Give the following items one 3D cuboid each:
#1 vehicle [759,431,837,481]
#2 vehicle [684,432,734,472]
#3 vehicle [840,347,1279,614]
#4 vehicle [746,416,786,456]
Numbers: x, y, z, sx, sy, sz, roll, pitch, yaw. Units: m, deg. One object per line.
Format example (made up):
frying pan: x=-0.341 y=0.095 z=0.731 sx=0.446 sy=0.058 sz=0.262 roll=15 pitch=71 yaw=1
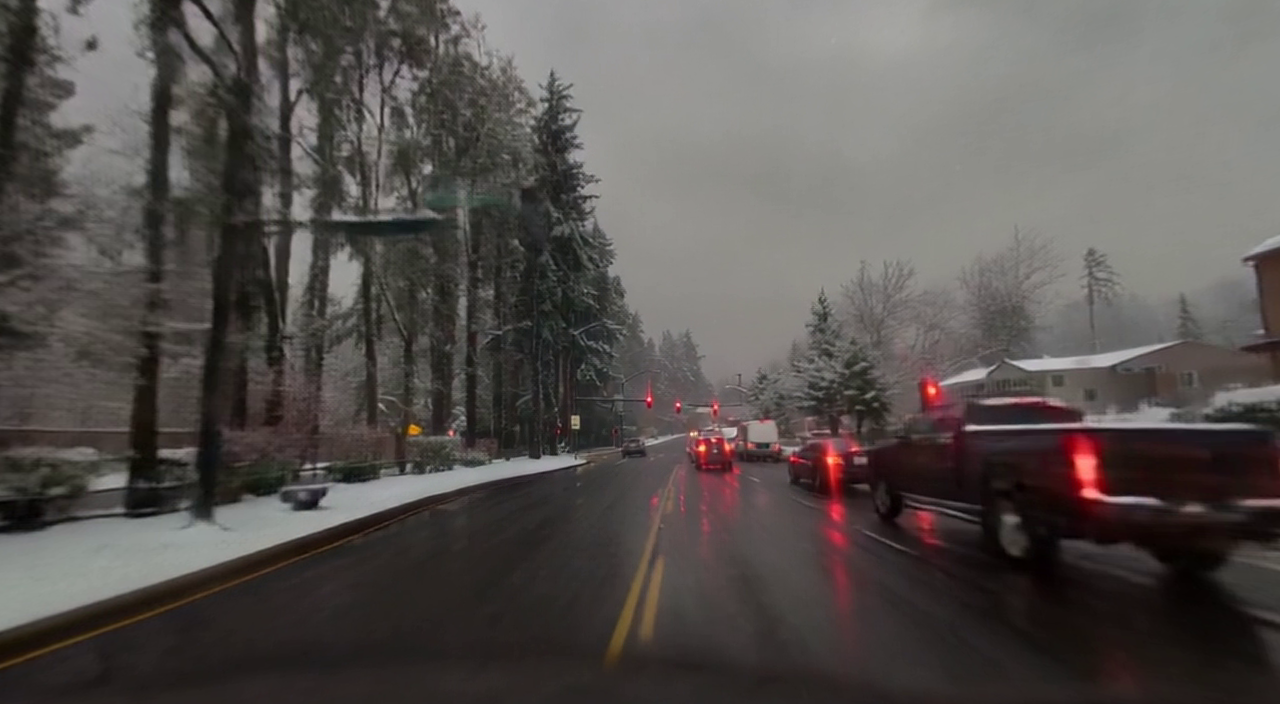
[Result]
vehicle: x=6.103 y=4.028 z=25.017 sx=1.803 sy=1.754 sz=4.480 roll=0 pitch=-7 yaw=-2
vehicle: x=3.121 y=4.595 z=29.310 sx=2.052 sy=1.693 sz=4.554 roll=0 pitch=-8 yaw=3
vehicle: x=4.560 y=1.438 z=8.084 sx=2.268 sy=2.090 sz=6.113 roll=0 pitch=-8 yaw=3
vehicle: x=7.841 y=5.297 z=39.646 sx=1.933 sy=2.309 sz=3.468 roll=-2 pitch=-8 yaw=3
